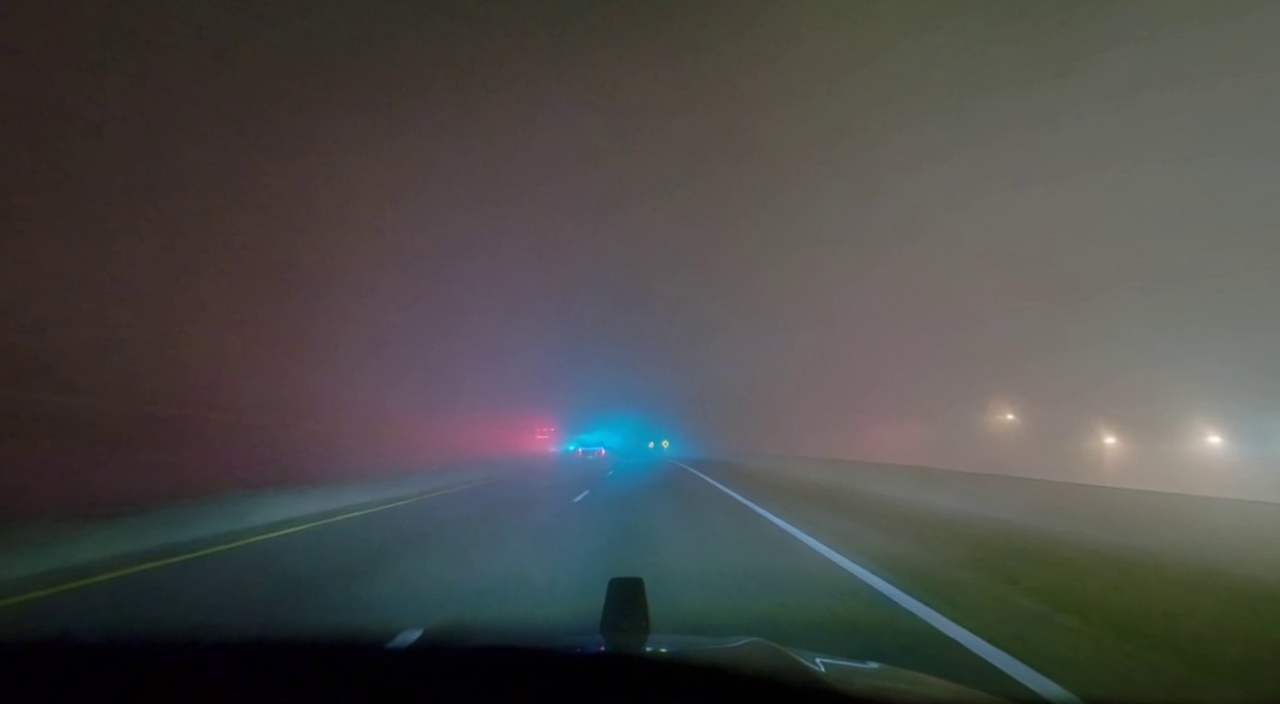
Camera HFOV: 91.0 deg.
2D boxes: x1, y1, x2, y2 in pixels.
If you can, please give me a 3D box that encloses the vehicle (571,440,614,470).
[{"bbox_3d":[-2.539,5.684,34.854,2.050,1.530,4.144,0,-8,0],"label":"vehicle"}]
